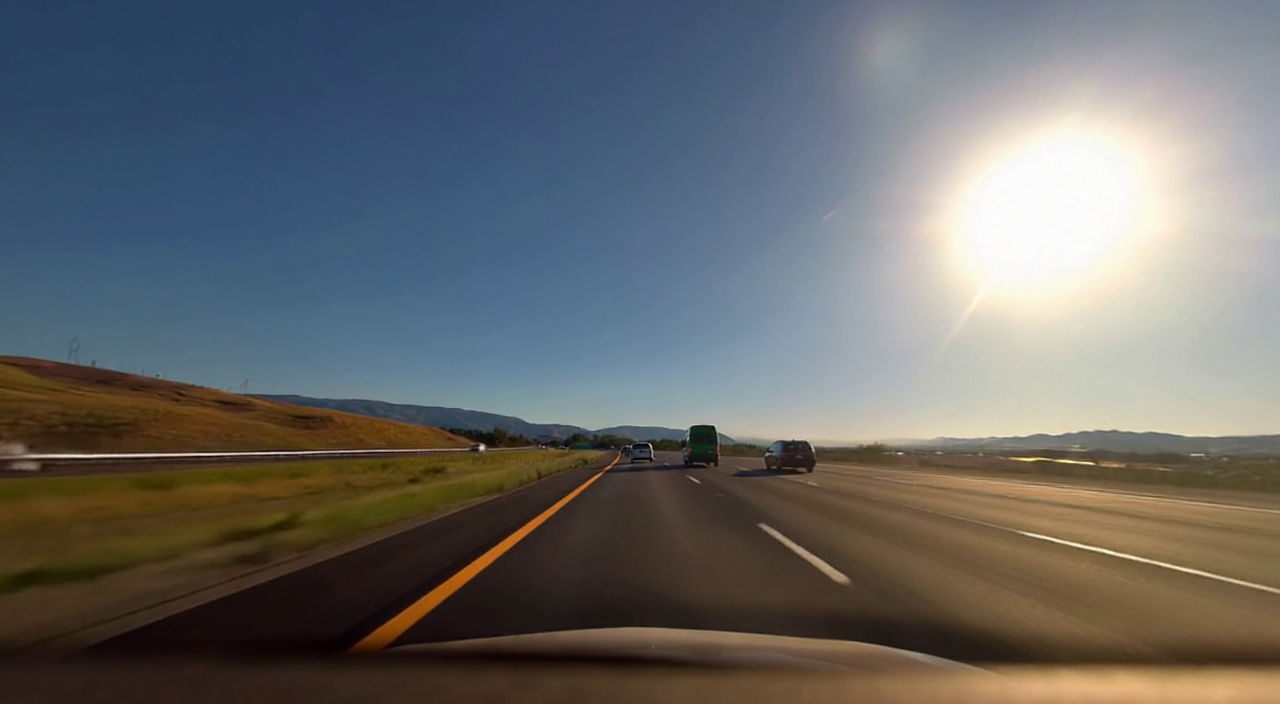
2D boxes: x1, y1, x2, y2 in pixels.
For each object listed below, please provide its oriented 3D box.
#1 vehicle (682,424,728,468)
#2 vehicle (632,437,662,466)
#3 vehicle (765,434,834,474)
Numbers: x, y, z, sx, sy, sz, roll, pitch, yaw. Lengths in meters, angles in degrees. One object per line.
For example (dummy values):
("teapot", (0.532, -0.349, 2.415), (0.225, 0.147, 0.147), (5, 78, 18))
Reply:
("vehicle", (4.148, 6.150, 41.228), (2.302, 2.670, 6.176), (0, -8, -1))
("vehicle", (0.499, 7.700, 48.942), (2.131, 2.122, 4.473), (0, -8, -1))
("vehicle", (8.180, 5.302, 32.915), (2.240, 1.925, 4.854), (0, -8, -1))
